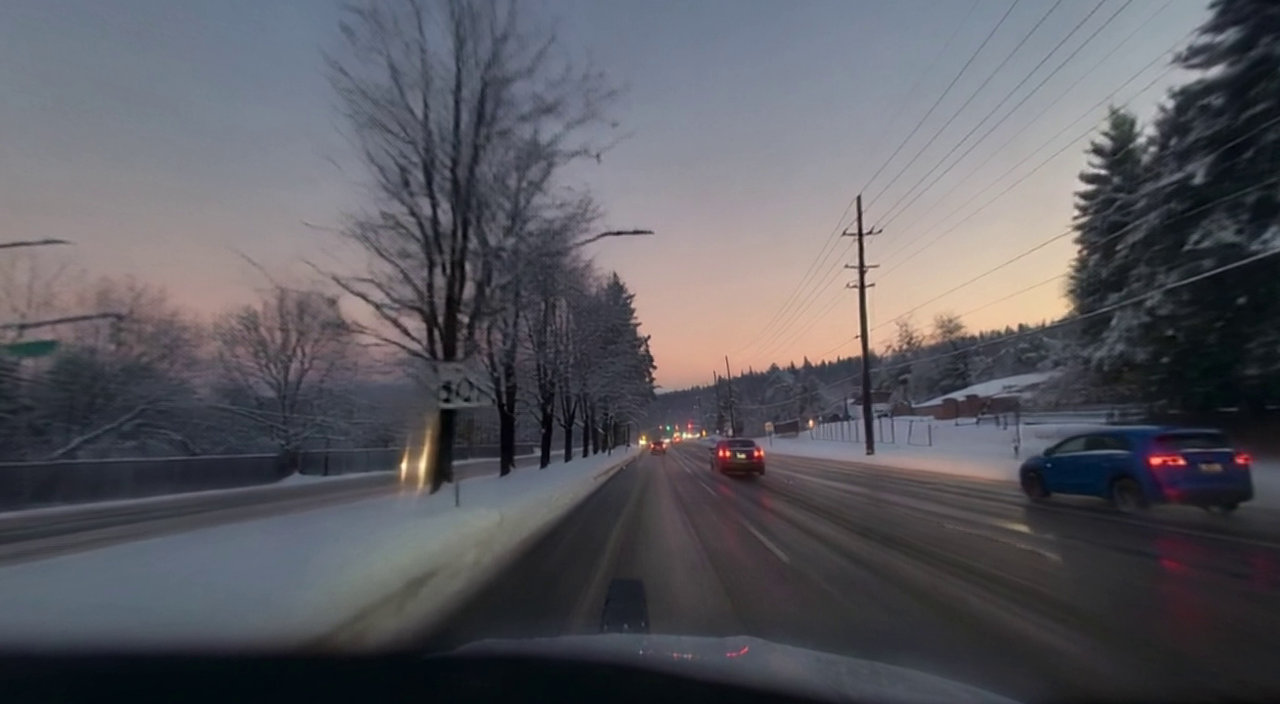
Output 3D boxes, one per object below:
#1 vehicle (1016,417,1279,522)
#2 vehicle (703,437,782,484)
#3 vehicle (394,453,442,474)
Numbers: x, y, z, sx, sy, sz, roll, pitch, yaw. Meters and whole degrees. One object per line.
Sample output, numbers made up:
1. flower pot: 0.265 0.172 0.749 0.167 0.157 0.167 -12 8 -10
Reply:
1. vehicle: 9.879 2.253 12.581 1.978 1.700 4.461 0 -8 1
2. vehicle: 3.480 3.765 22.179 2.063 1.481 4.247 0 -8 0
3. vehicle: -16.896 8.466 48.147 1.952 1.468 4.487 0 -8 1
